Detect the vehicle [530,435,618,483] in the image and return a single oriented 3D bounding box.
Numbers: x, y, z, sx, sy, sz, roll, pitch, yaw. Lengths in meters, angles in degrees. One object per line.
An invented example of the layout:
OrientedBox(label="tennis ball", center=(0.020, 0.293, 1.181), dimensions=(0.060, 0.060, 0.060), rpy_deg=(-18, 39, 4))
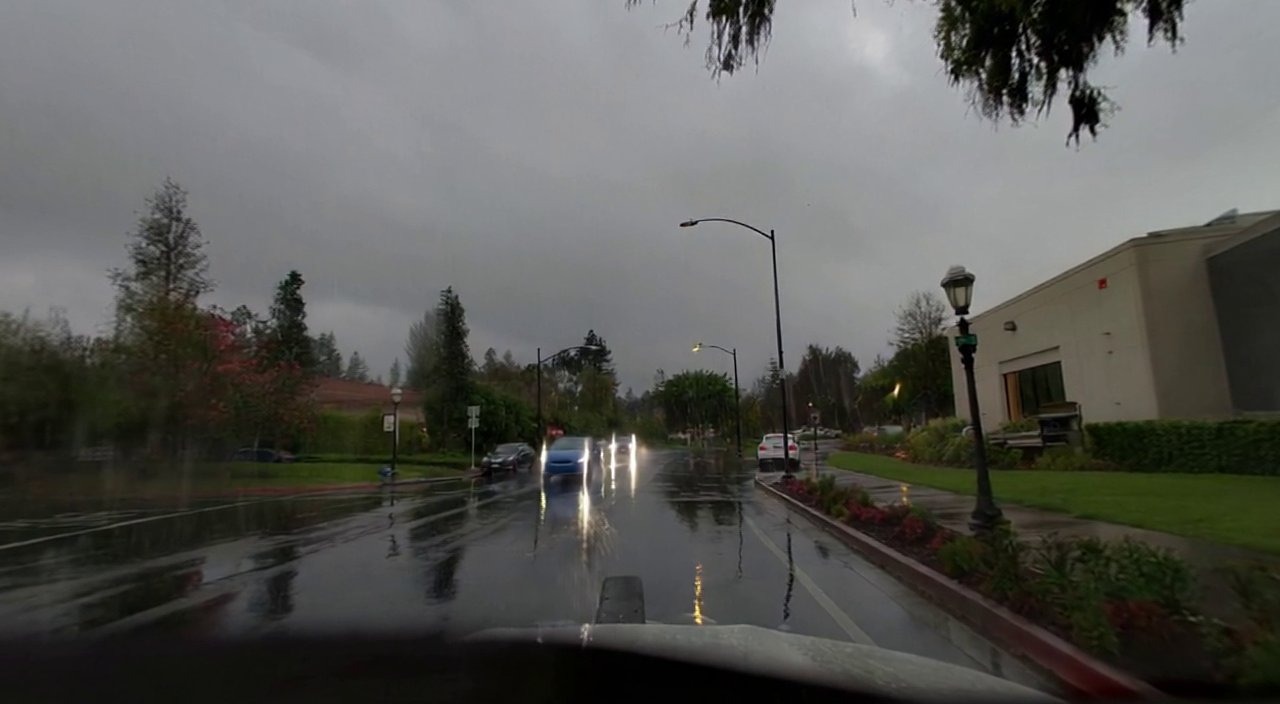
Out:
OrientedBox(label="vehicle", center=(-2.192, 3.757, 22.494), dimensions=(2.056, 1.508, 4.596), rpy_deg=(-1, -9, 8))

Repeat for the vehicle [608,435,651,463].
OrientedBox(label="vehicle", center=(-0.604, 6.201, 40.320), dimensions=(2.110, 1.651, 4.410), rpy_deg=(-1, -9, 7))

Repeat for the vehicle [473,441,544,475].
OrientedBox(label="vehicle", center=(-6.071, 4.970, 29.770), dimensions=(1.968, 1.443, 4.358), rpy_deg=(-1, -9, 6))

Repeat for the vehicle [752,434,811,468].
OrientedBox(label="vehicle", center=(6.690, 4.733, 30.380), dimensions=(1.918, 1.461, 4.419), rpy_deg=(0, -8, 1))
